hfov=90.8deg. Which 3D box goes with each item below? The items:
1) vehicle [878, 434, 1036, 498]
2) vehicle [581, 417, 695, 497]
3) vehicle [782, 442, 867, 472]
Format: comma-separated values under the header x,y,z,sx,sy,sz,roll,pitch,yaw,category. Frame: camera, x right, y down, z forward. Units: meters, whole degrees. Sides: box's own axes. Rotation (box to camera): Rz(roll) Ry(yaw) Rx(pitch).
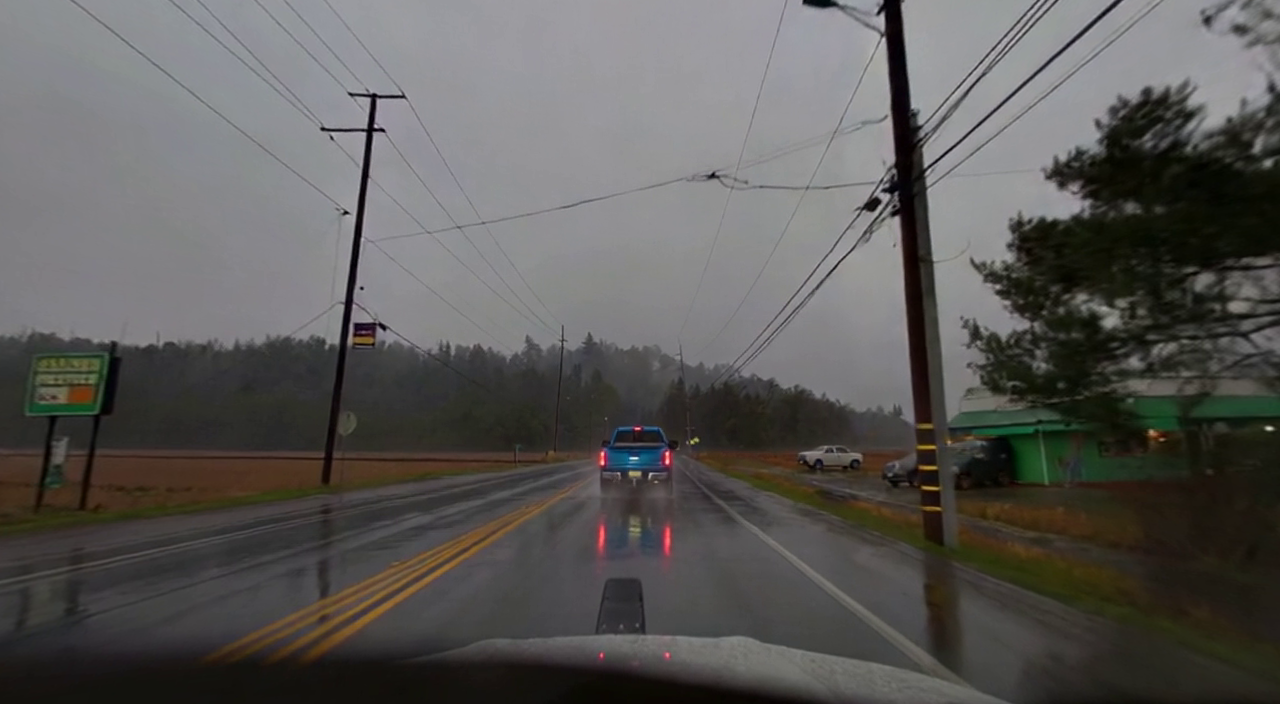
x,y,z,sx,sy,sz,roll,pitch,yaw,category
11.502,4.032,22.797,5.776,1.936,2.535,6,-8,-33,vehicle
-0.001,3.253,20.011,2.921,2.031,7.416,0,-8,1,vehicle
11.632,6.555,39.685,5.304,1.754,2.340,6,-10,-37,vehicle
